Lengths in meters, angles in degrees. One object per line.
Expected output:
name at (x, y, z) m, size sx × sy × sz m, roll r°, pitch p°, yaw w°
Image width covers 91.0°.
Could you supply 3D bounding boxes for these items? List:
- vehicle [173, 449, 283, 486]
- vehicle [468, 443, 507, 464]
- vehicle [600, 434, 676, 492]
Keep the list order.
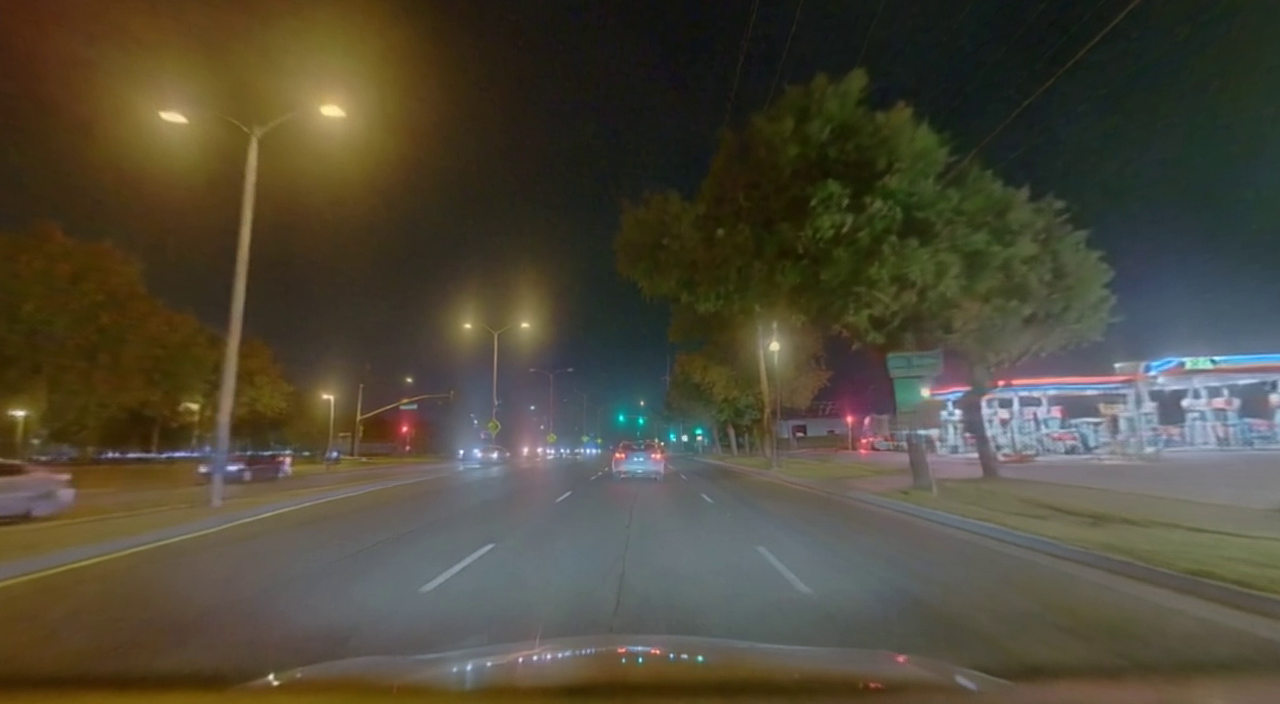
vehicle at (-19.176, 5.355, 29.591) m, size 1.940 × 1.525 × 4.654 m, roll 0°, pitch -8°, yaw 1°
vehicle at (-11.866, 7.897, 49.150) m, size 1.868 × 1.516 × 4.321 m, roll 0°, pitch -8°, yaw 1°
vehicle at (-0.038, 3.308, 19.143) m, size 2.062 × 1.519 × 4.214 m, roll 1°, pitch -8°, yaw 0°
